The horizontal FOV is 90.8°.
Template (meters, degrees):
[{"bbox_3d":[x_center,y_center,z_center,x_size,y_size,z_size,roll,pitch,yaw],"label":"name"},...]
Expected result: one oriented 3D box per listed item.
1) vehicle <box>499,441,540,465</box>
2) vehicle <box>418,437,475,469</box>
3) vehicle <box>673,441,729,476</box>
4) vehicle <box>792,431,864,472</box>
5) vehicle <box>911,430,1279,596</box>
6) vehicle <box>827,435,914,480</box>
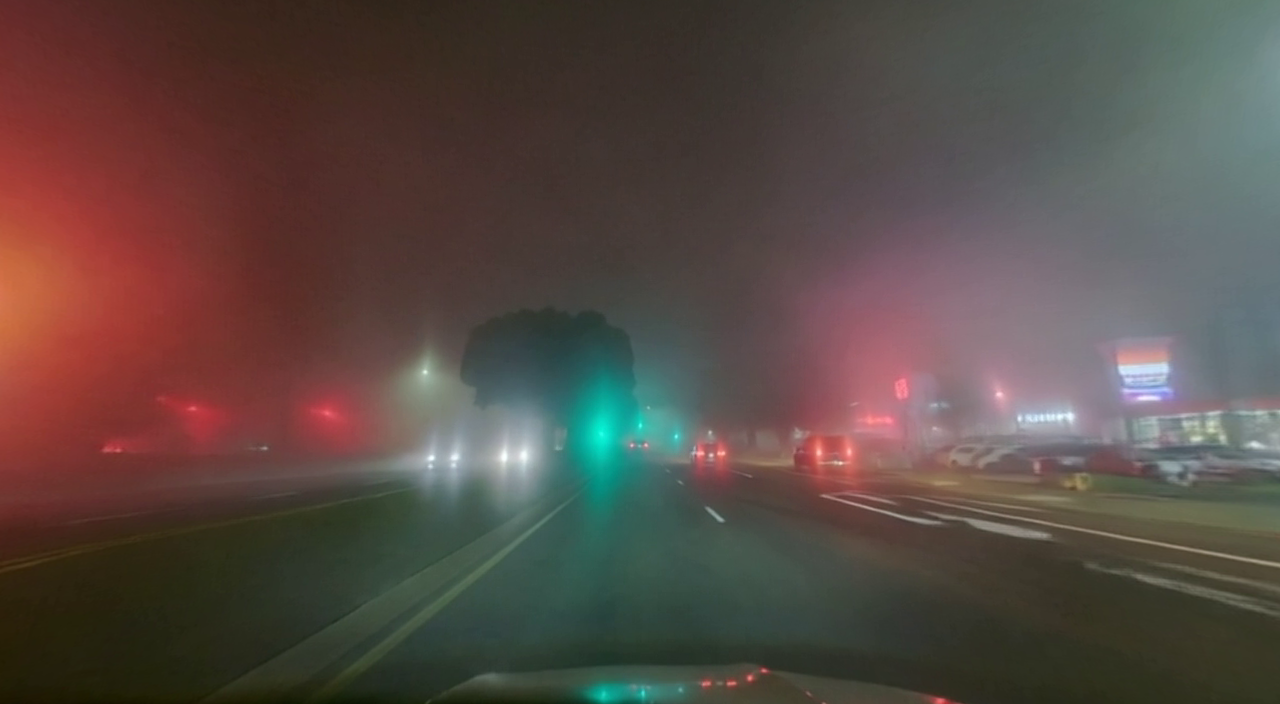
[{"bbox_3d":[-8.612,7.234,45.434,2.023,1.579,4.526,0,-8,1],"label":"vehicle"},{"bbox_3d":[-11.864,6.224,39.057,2.040,1.823,4.600,0,-8,0],"label":"vehicle"},{"bbox_3d":[2.769,4.951,29.668,2.099,1.463,4.365,0,-8,-1],"label":"vehicle"},{"bbox_3d":[10.344,5.534,35.338,2.154,2.099,5.756,0,-8,-1],"label":"vehicle"},{"bbox_3d":[5.876,1.827,8.275,2.072,1.491,4.753,1,-8,-7],"label":"vehicle"},{"bbox_3d":[10.334,4.756,28.821,2.045,1.831,5.000,0,-8,0],"label":"vehicle"}]
